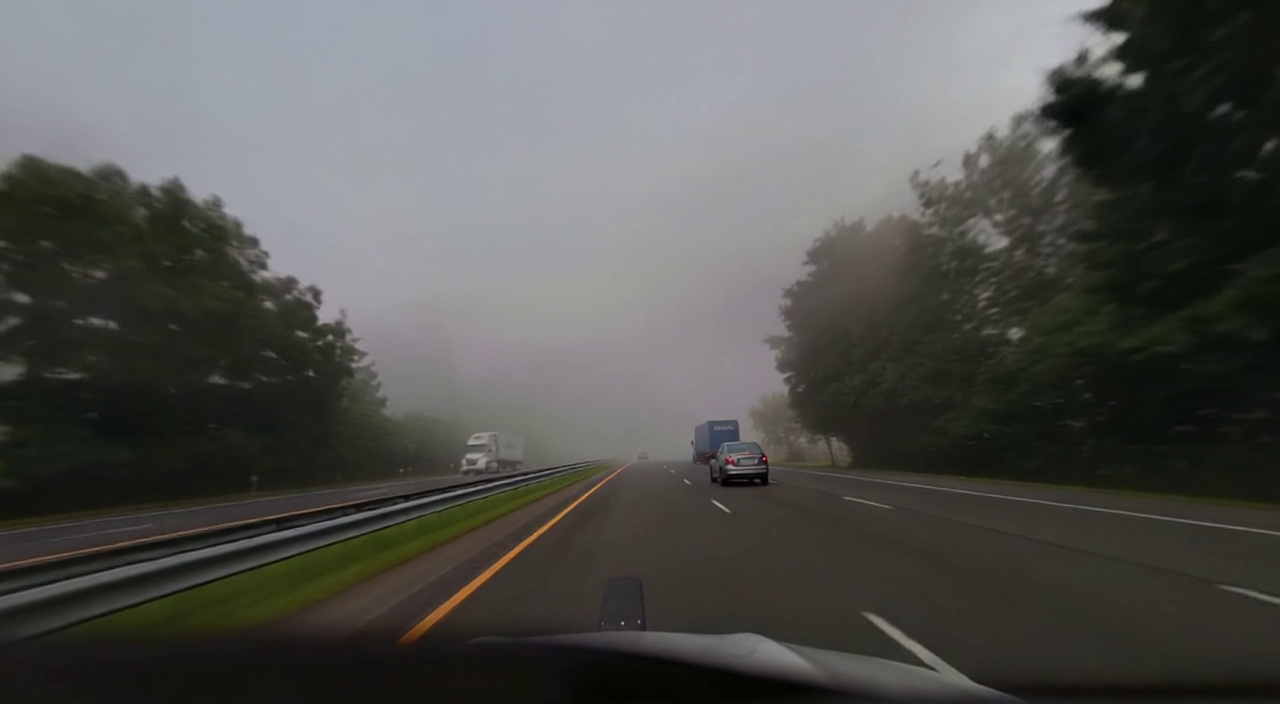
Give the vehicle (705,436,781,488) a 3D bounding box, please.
[{"bbox_3d":[3.762,4.115,23.787,2.093,1.742,4.167,0,-9,-1],"label":"vehicle"}]
